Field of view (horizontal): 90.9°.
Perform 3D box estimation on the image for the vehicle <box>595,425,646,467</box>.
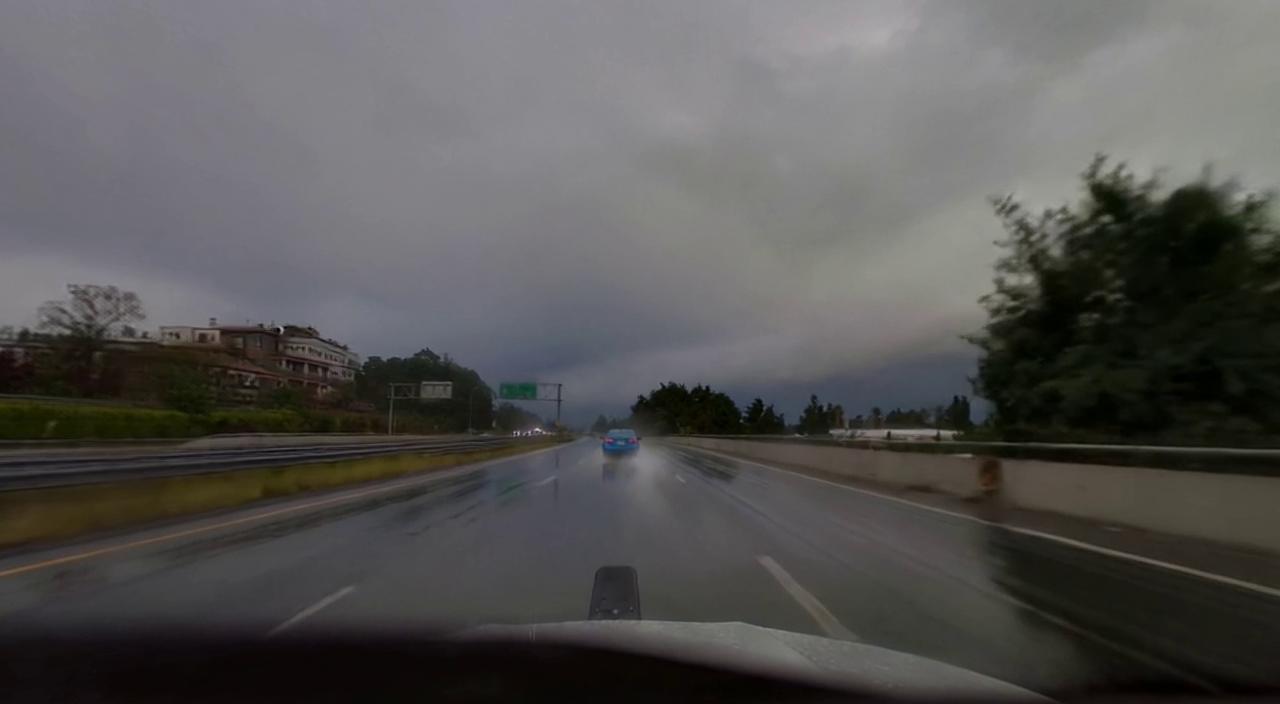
[{"bbox_3d":[-0.813,3.930,26.613,2.020,1.633,3.942,0,-8,-2],"label":"vehicle"}]
